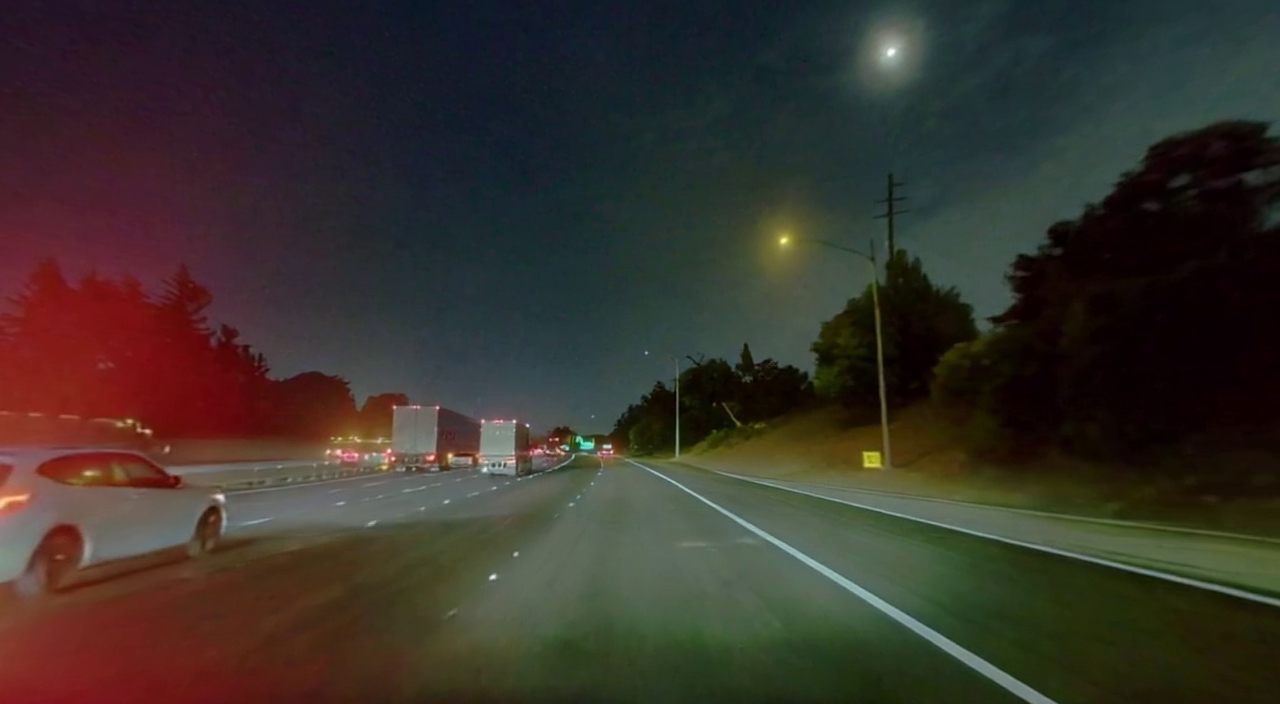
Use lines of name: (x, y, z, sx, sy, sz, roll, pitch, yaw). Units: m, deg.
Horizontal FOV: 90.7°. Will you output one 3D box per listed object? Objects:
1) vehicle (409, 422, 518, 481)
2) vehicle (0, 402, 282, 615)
vehicle: (-9.476, 5.611, 36.210, 3.270, 2.674, 14.547, 0, -8, -5)
vehicle: (-6.574, 1.611, 7.269, 2.093, 1.785, 5.303, 0, -8, -4)
